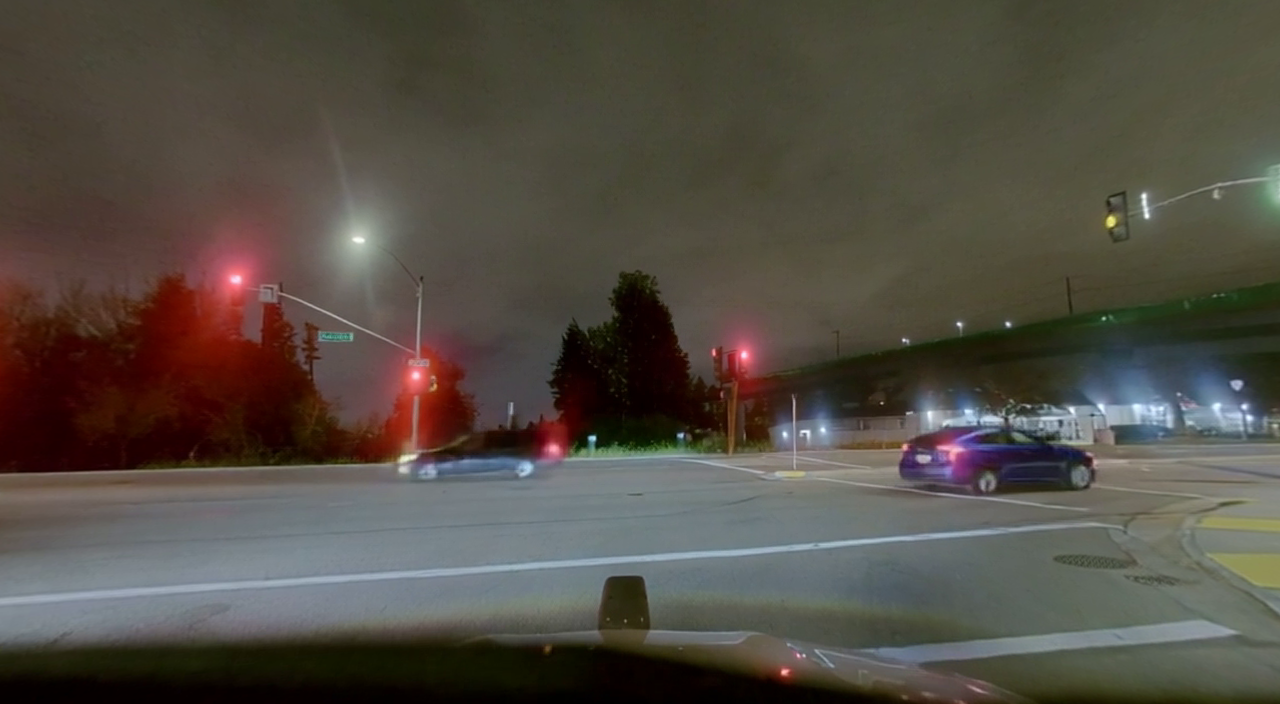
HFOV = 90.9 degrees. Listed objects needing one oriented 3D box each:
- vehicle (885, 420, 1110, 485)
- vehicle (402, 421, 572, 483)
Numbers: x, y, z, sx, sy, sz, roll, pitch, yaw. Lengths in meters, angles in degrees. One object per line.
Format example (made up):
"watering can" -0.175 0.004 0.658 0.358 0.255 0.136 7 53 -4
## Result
"vehicle" 8.746 2.455 15.566 4.757 1.442 1.858 2 -9 -14
"vehicle" -4.788 3.138 19.967 4.966 1.806 2.007 2 -9 -16
